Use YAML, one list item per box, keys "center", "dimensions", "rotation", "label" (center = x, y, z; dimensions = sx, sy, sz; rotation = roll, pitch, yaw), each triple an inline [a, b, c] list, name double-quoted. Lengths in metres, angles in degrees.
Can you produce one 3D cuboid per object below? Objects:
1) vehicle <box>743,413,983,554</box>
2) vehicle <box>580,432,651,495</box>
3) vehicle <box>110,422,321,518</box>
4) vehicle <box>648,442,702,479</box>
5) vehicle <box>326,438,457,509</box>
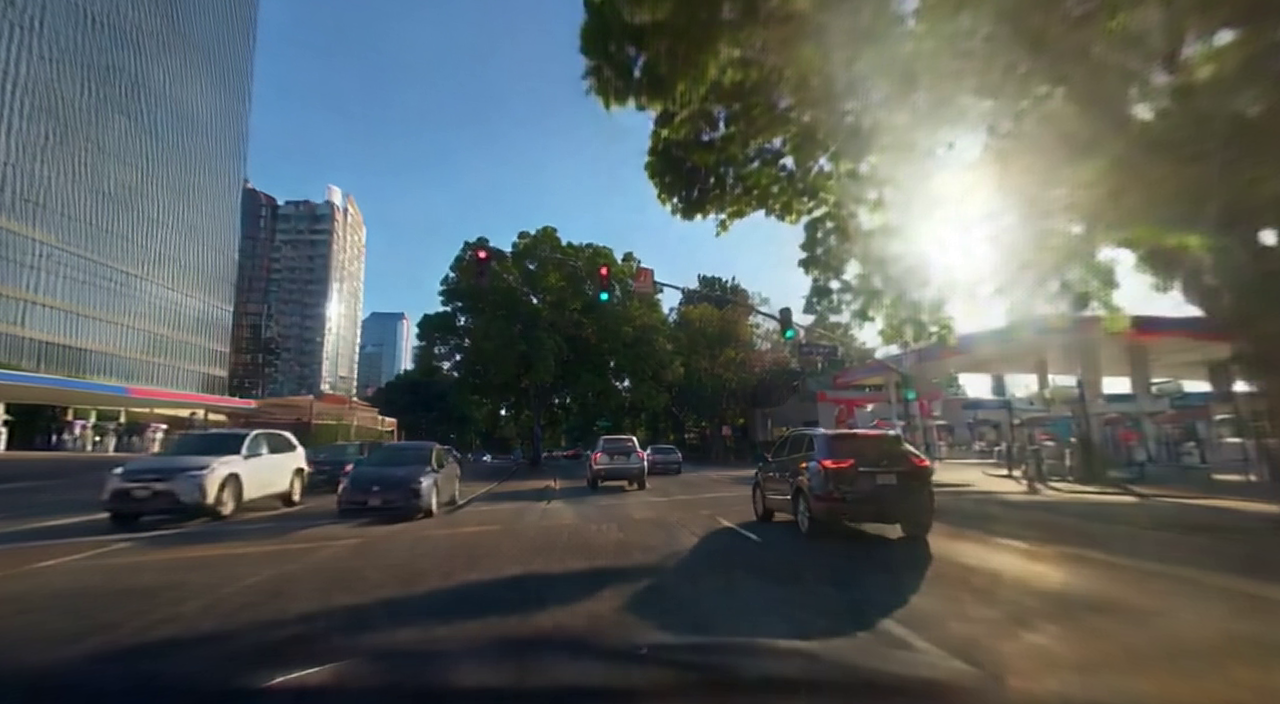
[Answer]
- center: [3.161, 1.961, 10.069]
  dimensions: [2.000, 1.745, 4.206]
  rotation: [1, -8, -5]
  label: "vehicle"
- center: [-0.887, 3.513, 20.251]
  dimensions: [2.051, 1.798, 4.168]
  rotation: [1, -8, -5]
  label: "vehicle"
- center: [-8.962, 2.500, 13.860]
  dimensions: [1.992, 1.755, 4.283]
  rotation: [1, -8, -6]
  label: "vehicle"
- center: [1.573, 5.019, 29.430]
  dimensions: [1.800, 1.592, 3.658]
  rotation: [1, -9, -8]
  label: "vehicle"
- center: [-6.037, 2.959, 15.888]
  dimensions: [1.987, 1.505, 4.337]
  rotation: [1, -9, -7]
  label: "vehicle"
